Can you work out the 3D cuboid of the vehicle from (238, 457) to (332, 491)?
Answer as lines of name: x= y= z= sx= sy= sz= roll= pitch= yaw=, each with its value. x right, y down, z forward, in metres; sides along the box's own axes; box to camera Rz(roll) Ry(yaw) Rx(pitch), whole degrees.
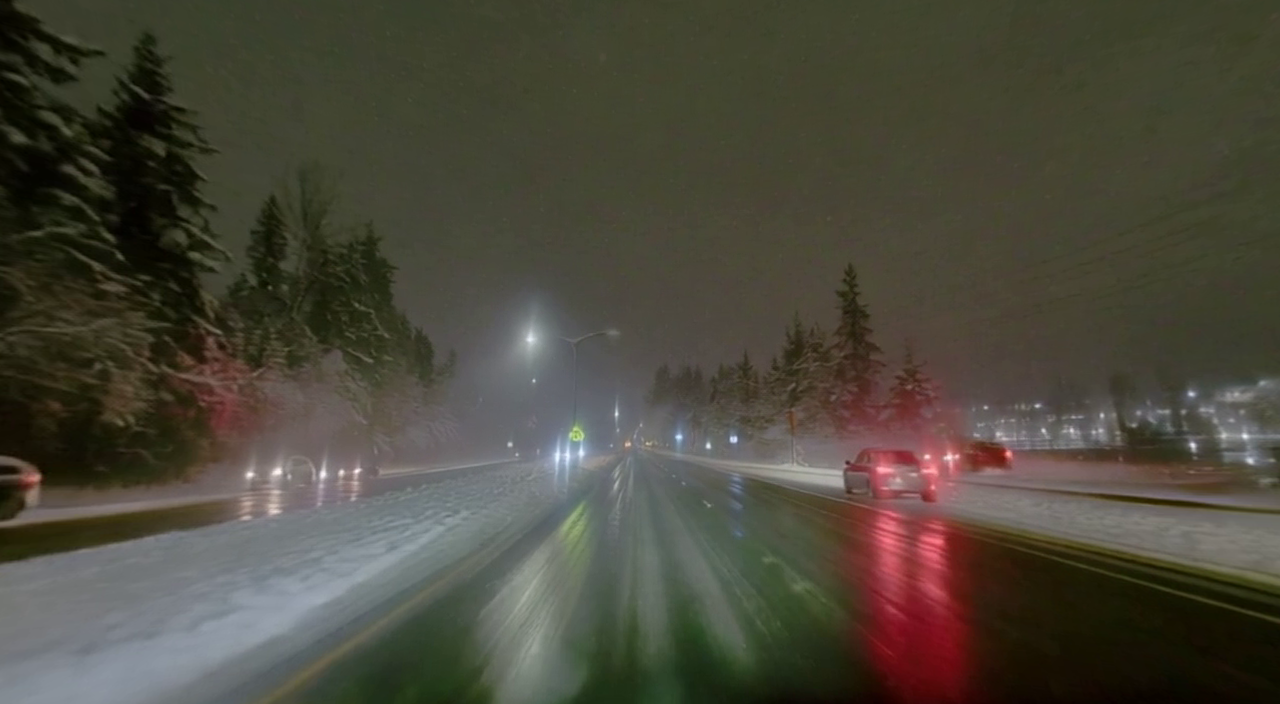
vehicle: x=-17.796 y=6.119 z=31.985 sx=1.961 sy=1.437 sz=4.867 roll=0 pitch=-8 yaw=0

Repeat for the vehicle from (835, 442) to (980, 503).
vehicle: x=7.193 y=3.257 z=17.615 sx=1.961 sy=1.465 sz=4.468 roll=0 pitch=-8 yaw=-2

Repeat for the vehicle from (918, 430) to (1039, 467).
vehicle: x=16.601 y=4.758 z=31.180 sx=4.807 sy=1.768 sz=1.947 roll=-1 pitch=-8 yaw=2
